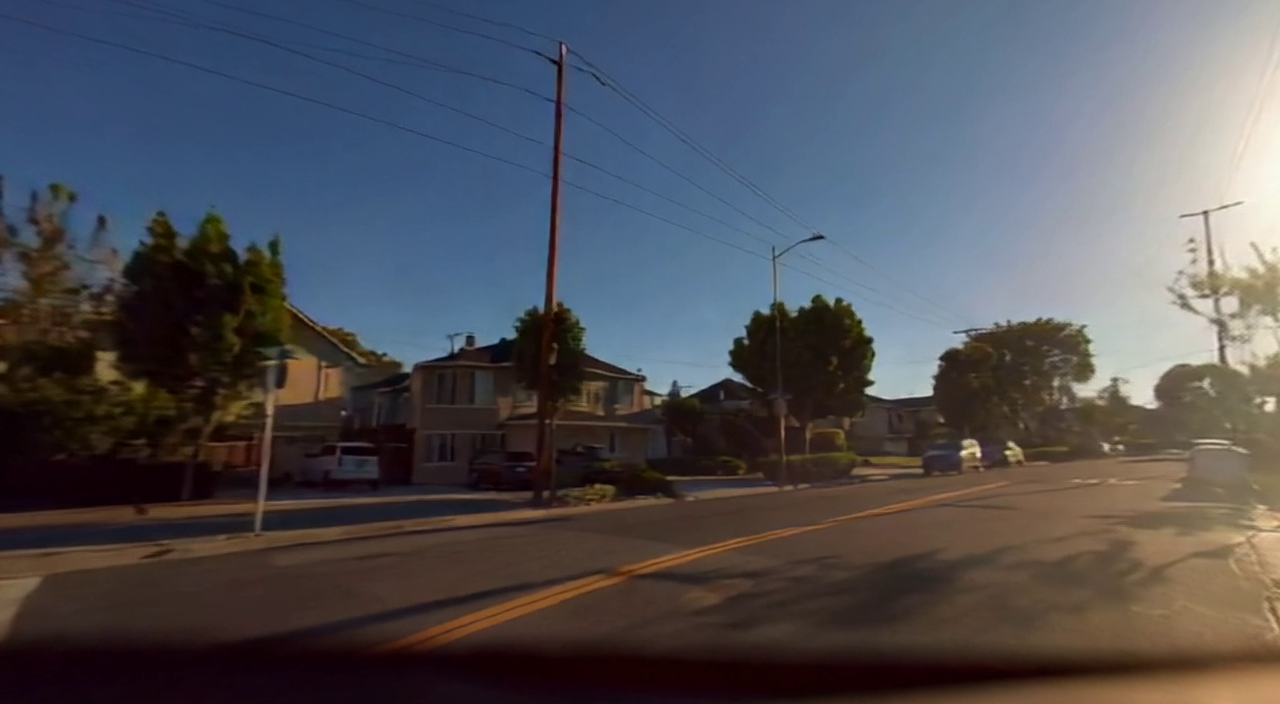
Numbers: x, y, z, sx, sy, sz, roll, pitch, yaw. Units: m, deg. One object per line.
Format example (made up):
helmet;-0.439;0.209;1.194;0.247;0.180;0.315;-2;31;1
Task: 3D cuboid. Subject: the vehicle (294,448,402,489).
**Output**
vehicle;-12.449;4.934;27.005;3.784;1.532;1.650;6;-11;-42

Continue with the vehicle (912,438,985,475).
vehicle;16.072;5.397;32.739;2.027;1.695;4.437;-13;-15;41

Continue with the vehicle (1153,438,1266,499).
vehicle;16.267;3.271;18.001;2.014;1.482;4.599;-8;-12;42

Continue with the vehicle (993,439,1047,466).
vehicle;26.913;7.098;44.567;2.120;1.799;5.370;-9;-13;41
